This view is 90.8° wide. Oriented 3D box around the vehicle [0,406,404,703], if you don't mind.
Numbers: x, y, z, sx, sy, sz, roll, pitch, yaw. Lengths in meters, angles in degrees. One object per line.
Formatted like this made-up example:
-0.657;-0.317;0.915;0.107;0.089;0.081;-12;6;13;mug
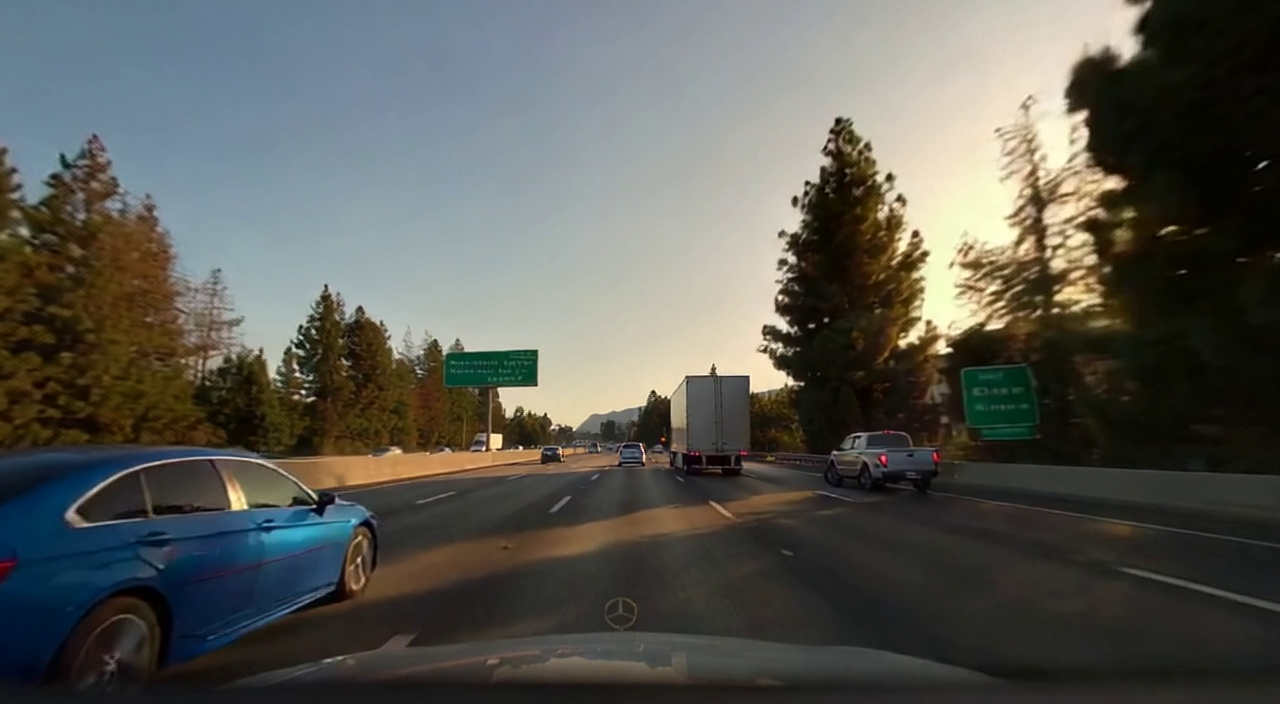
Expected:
-3.090;1.098;3.435;1.864;1.406;4.544;0;-9;0;vehicle

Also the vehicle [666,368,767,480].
3.120;3.772;30.771;2.876;4.086;15.117;0;-9;0;vehicle

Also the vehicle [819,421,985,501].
6.762;2.917;17.208;2.106;1.795;5.489;0;-9;-1;vehicle

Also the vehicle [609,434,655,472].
-0.421;5.213;32.694;2.203;1.805;4.358;0;-9;-1;vehicle
